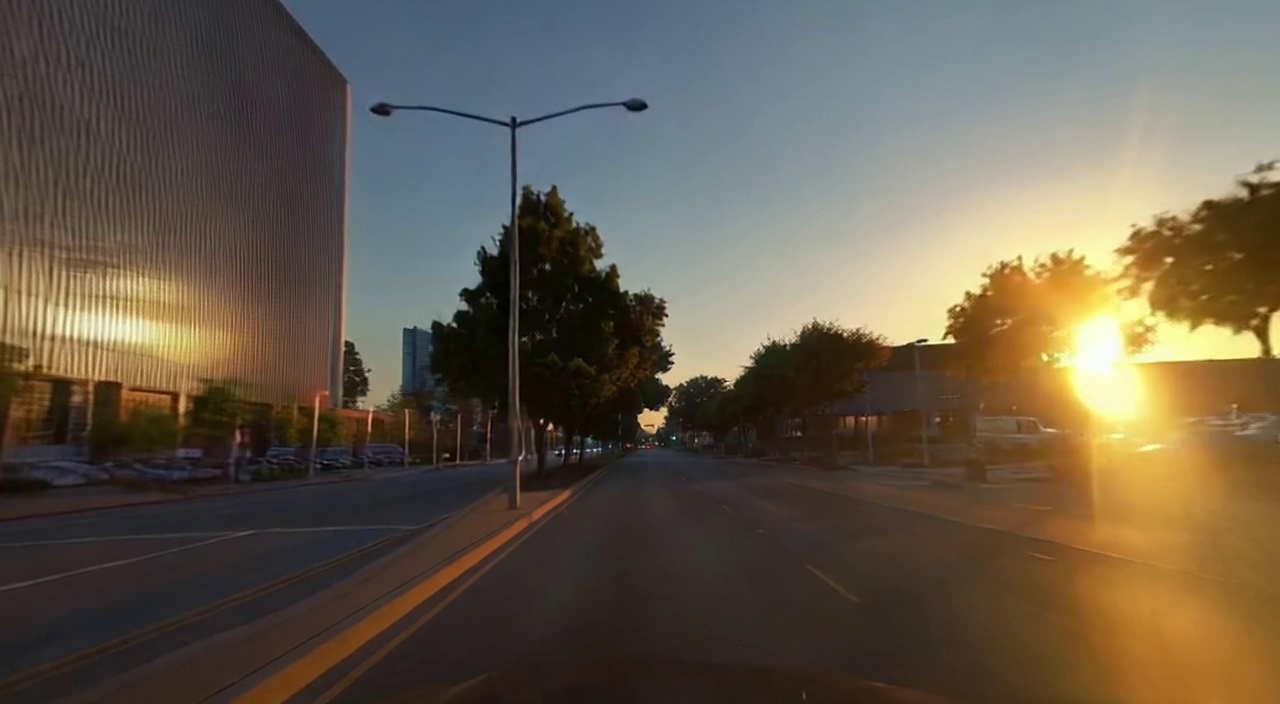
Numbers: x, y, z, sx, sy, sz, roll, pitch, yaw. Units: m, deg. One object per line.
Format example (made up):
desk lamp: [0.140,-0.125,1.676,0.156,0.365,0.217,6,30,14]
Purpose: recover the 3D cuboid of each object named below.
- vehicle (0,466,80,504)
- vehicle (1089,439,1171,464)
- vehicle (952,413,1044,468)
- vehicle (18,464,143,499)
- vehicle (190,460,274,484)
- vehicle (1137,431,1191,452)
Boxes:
vehicle: [-27.504,5.771,27.422,4.633,1.454,1.909,8,-11,-41]
vehicle: [29.983,6.116,38.804,1.748,1.435,3.949,0,-9,-1]
vehicle: [25.746,6.480,45.949,2.724,3.646,7.111,0,-9,3]
vehicle: [-27.492,6.312,31.149,4.391,1.476,1.871,8,-12,-42]
vehicle: [-27.164,7.957,42.134,4.457,1.425,2.027,6,-11,-36]
vehicle: [40.153,6.911,48.521,1.961,1.523,4.094,-3,-10,22]
